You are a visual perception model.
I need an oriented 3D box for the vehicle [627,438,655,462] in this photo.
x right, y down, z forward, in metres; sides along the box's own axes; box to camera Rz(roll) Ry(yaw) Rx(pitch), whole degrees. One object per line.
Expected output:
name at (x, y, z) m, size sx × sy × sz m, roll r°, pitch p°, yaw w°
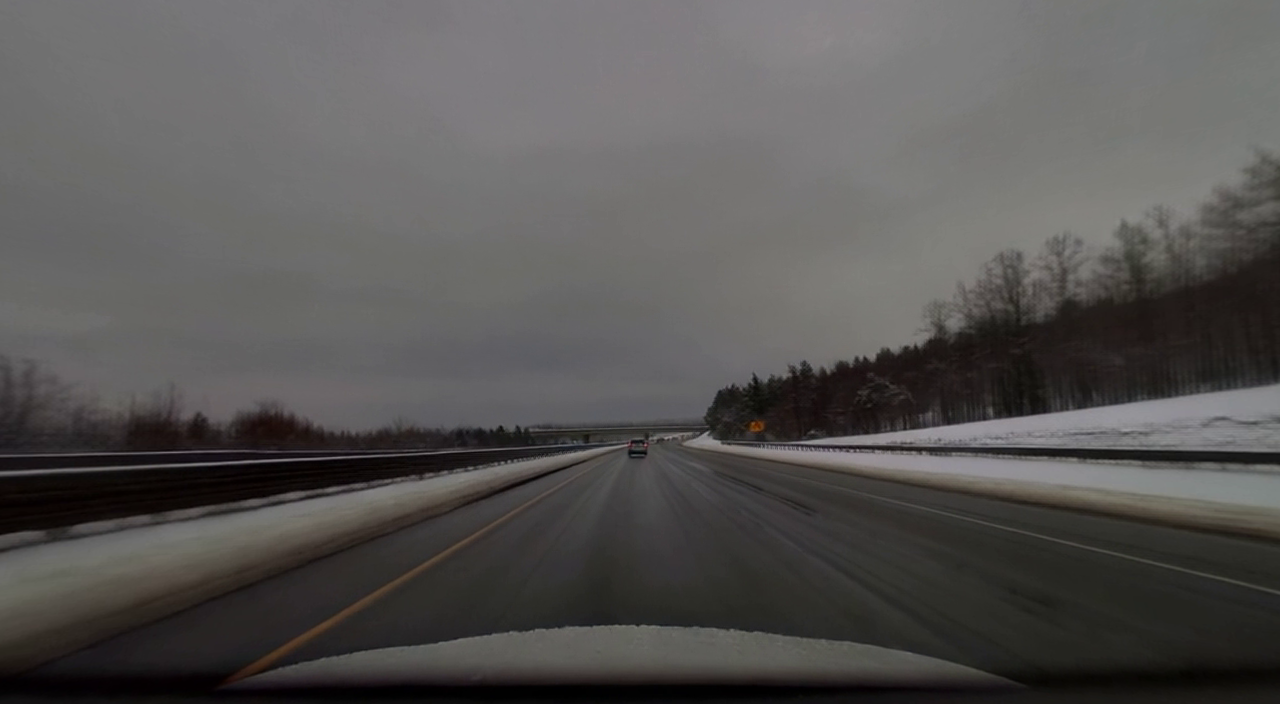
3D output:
vehicle at (0.038, 7.384, 47.666) m, size 2.059 × 1.696 × 4.165 m, roll 0°, pitch -8°, yaw -1°
